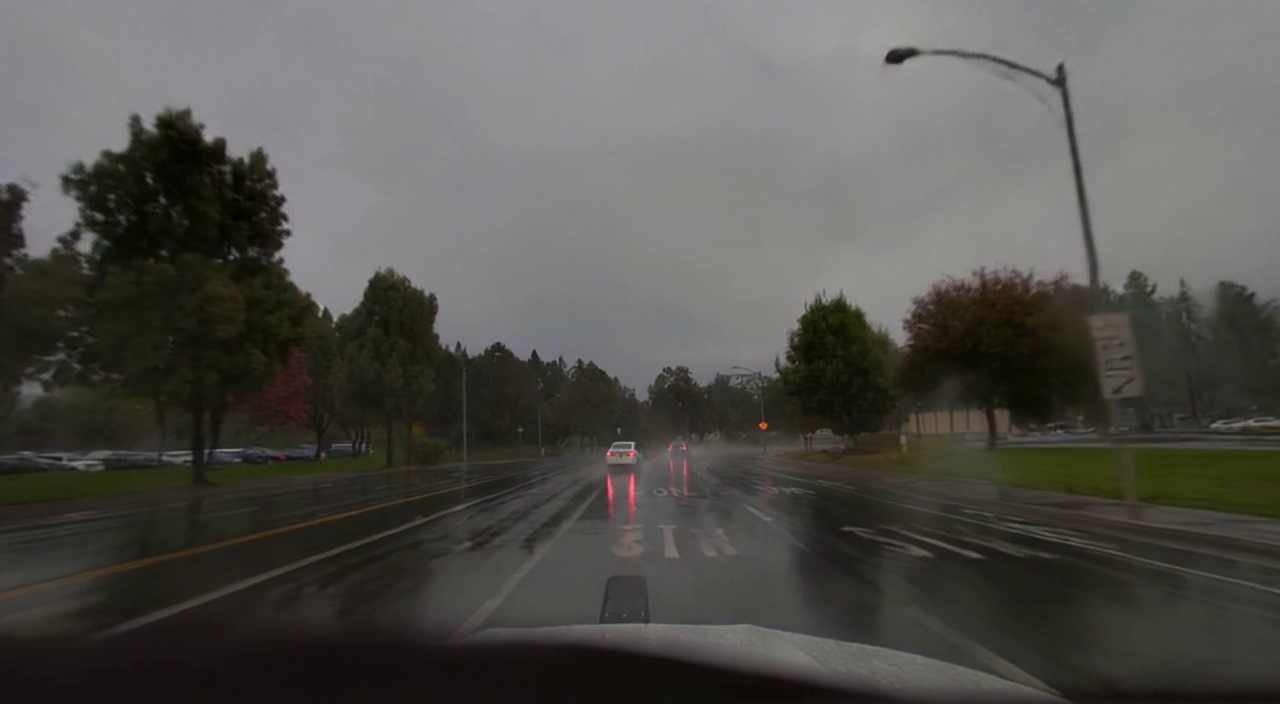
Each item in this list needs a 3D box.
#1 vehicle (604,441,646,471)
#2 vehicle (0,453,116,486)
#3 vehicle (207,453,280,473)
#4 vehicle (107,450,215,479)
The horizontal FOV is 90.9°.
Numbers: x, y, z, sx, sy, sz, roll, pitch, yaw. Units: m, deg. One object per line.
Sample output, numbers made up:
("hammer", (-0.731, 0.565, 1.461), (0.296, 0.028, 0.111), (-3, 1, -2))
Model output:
("vehicle", (-0.724, 5.454, 33.270), (1.978, 1.499, 3.915), (-1, -8, 2))
("vehicle", (-30.335, 6.047, 32.689), (4.455, 1.566, 2.029), (0, -8, -2))
("vehicle", (-30.098, 8.445, 47.977), (4.309, 1.433, 1.818), (0, -8, -1))
("vehicle", (-30.387, 7.122, 40.129), (4.923, 1.697, 2.209), (0, -8, -4))
